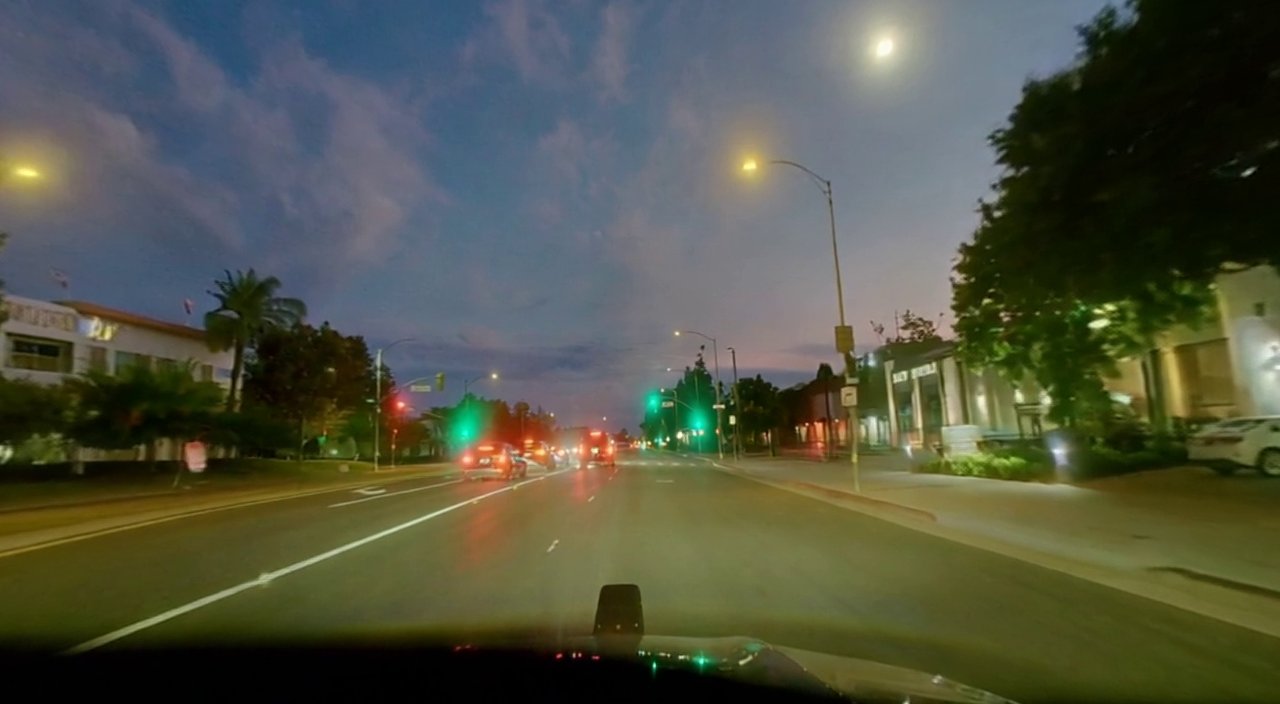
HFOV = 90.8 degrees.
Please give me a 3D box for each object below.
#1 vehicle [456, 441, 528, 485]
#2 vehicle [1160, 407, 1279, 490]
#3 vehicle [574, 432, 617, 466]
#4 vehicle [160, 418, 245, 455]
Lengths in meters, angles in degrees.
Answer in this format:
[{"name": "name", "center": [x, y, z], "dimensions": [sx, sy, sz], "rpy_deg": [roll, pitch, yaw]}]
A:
[{"name": "vehicle", "center": [-5.673, 4.271, 24.679], "dimensions": [1.889, 1.572, 3.599], "rpy_deg": [0, -8, 0]}, {"name": "vehicle", "center": [14.765, 2.053, 13.944], "dimensions": [4.562, 1.648, 2.028], "rpy_deg": [-3, -9, 3]}, {"name": "vehicle", "center": [-2.898, 6.538, 42.798], "dimensions": [2.496, 2.155, 5.468], "rpy_deg": [0, -8, 0]}, {"name": "vehicle", "center": [-25.482, 4.932, 36.873], "dimensions": [3.572, 2.012, 1.872], "rpy_deg": [-1, -8, 3]}]
